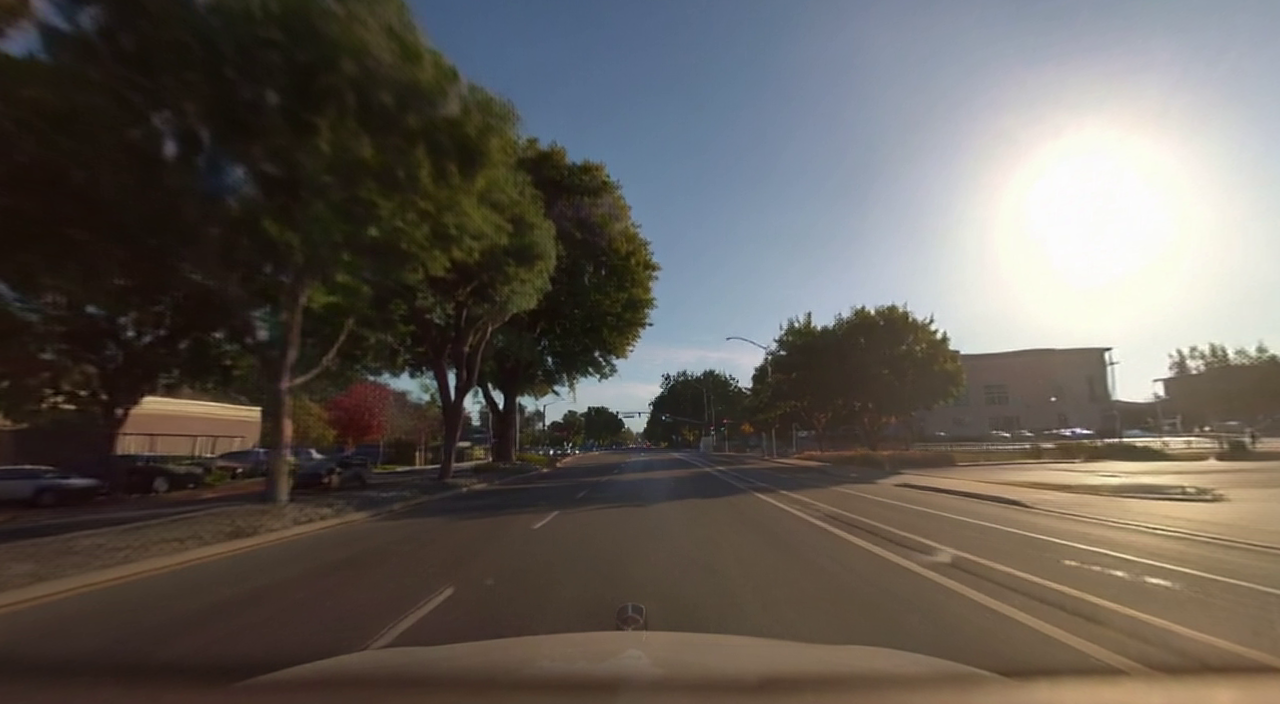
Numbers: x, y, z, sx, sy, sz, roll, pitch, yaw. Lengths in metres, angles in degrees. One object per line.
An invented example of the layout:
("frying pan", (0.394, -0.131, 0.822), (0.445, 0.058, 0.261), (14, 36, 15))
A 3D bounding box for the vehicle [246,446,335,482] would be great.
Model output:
("vehicle", (-24.064, 7.685, 43.546), (5.040, 2.072, 1.949), (-3, -6, 0))

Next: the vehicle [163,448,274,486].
("vehicle", (-23.649, 6.447, 35.482), (4.634, 1.977, 2.282), (-1, -9, 3))

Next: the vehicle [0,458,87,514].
("vehicle", (-25.299, 5.435, 25.246), (4.386, 2.004, 1.991), (-4, -9, -2))

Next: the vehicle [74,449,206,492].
("vehicle", (-23.703, 5.592, 30.037), (4.271, 1.902, 2.281), (0, -8, 1))
